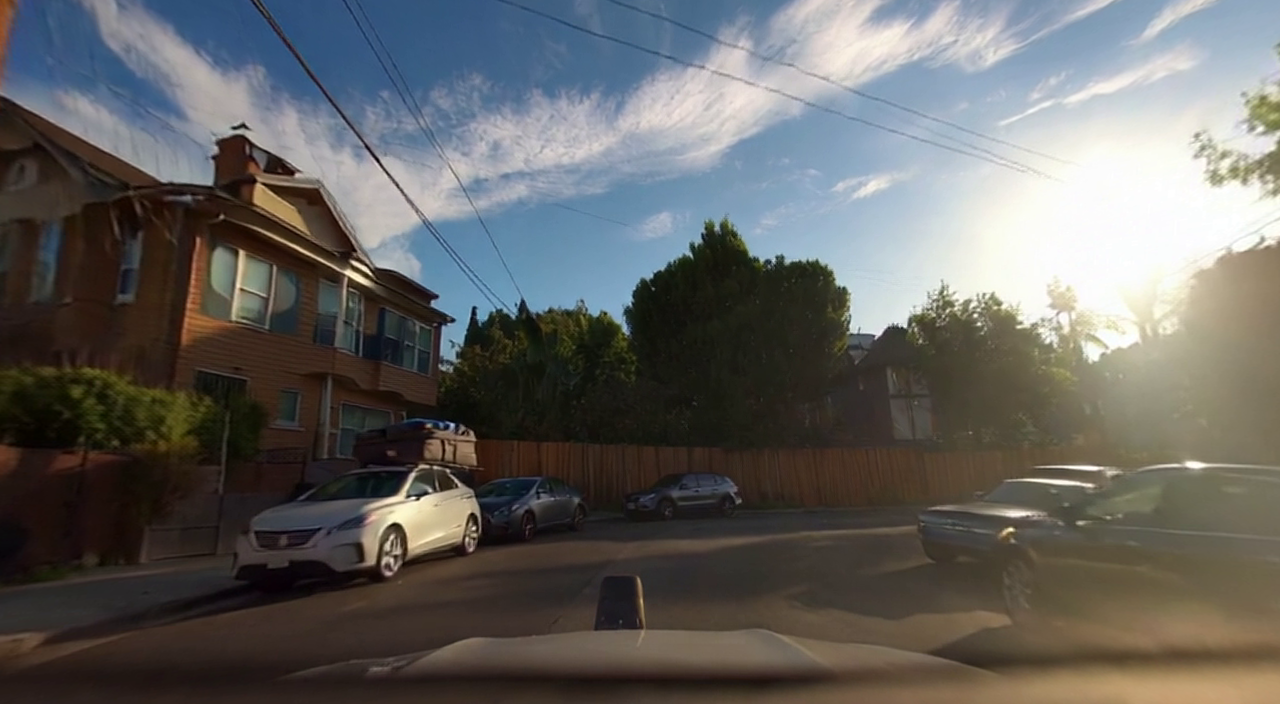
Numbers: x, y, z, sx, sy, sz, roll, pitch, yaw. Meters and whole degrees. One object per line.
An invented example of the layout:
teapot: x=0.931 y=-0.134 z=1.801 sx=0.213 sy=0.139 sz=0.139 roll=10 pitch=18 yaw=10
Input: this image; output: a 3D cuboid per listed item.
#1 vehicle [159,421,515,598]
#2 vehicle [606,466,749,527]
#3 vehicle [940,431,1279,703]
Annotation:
vehicle: x=-3.651 y=2.183 z=9.079 sx=2.247 sy=1.702 sz=5.043 roll=-4 pitch=-13 yaw=5
vehicle: x=1.235 y=4.493 z=20.084 sx=4.217 sy=1.547 sz=2.082 roll=6 pitch=-11 yaw=-38
vehicle: x=3.767 y=1.194 z=3.464 sx=1.910 sy=1.477 sz=4.569 roll=0 pitch=-8 yaw=-1
